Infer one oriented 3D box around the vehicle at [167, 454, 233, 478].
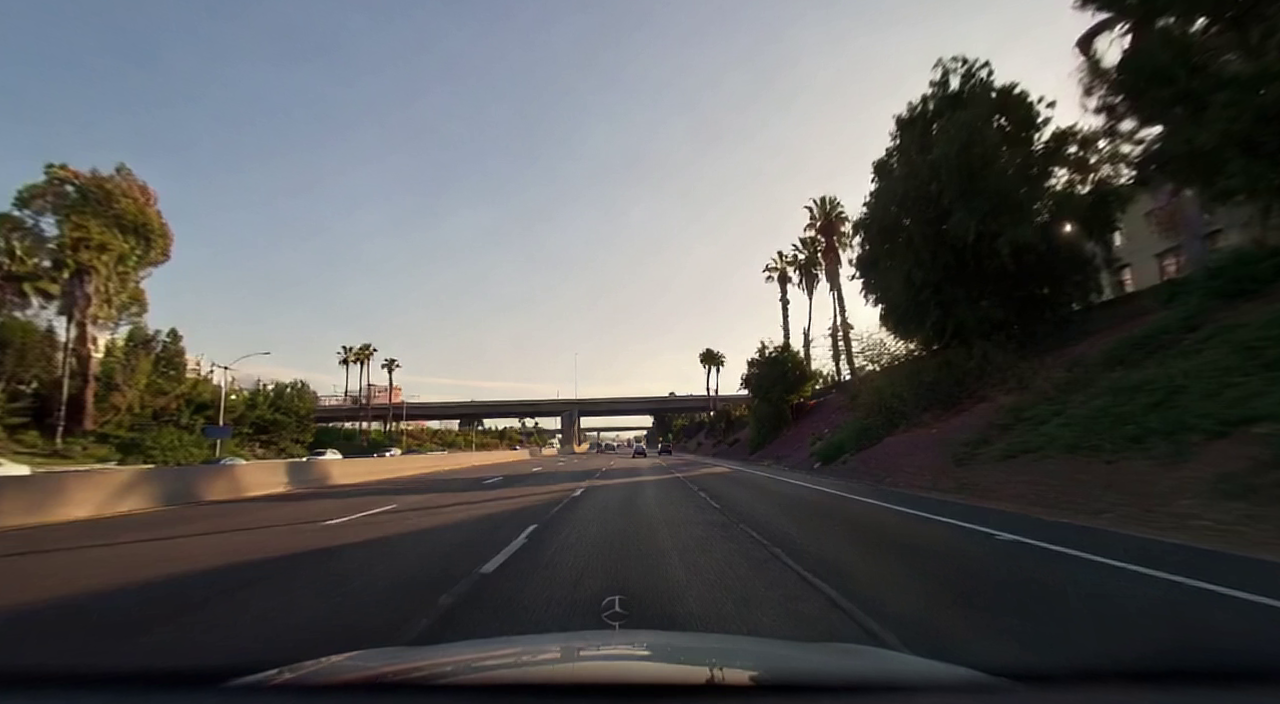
[{"bbox_3d":[-33.807,8.746,48.693,1.839,1.615,4.492,0,-8,-1],"label":"vehicle"}]
